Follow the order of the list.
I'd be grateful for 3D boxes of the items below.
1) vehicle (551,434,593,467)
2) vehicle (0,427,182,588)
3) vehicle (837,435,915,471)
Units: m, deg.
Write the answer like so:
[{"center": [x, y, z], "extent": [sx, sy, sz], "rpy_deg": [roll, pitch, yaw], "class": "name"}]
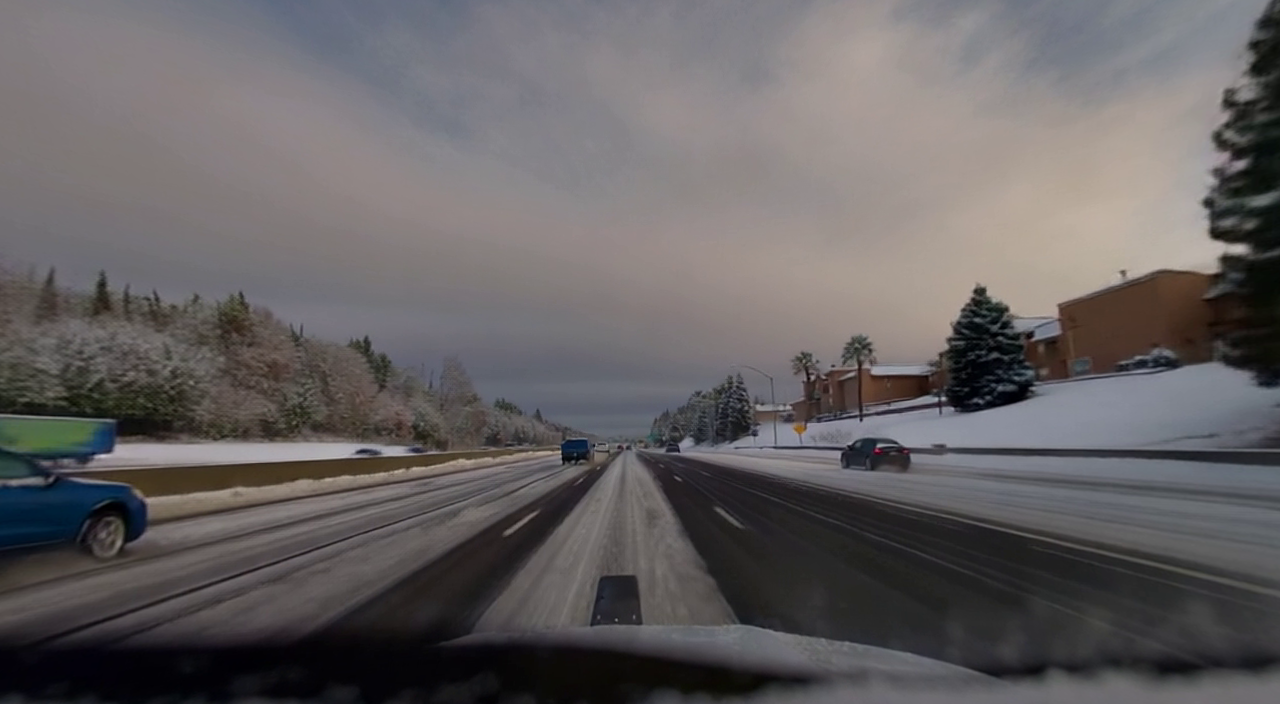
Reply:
[{"center": [-4.341, 6.408, 41.042], "extent": [2.225, 1.967, 4.673], "rpy_deg": [0, -9, 0], "class": "vehicle"}, {"center": [-6.950, 1.404, 5.606], "extent": [2.018, 1.480, 4.999], "rpy_deg": [0, -9, 0], "class": "vehicle"}, {"center": [12.412, 5.363, 33.638], "extent": [2.168, 1.792, 4.457], "rpy_deg": [0, -9, -4], "class": "vehicle"}]
